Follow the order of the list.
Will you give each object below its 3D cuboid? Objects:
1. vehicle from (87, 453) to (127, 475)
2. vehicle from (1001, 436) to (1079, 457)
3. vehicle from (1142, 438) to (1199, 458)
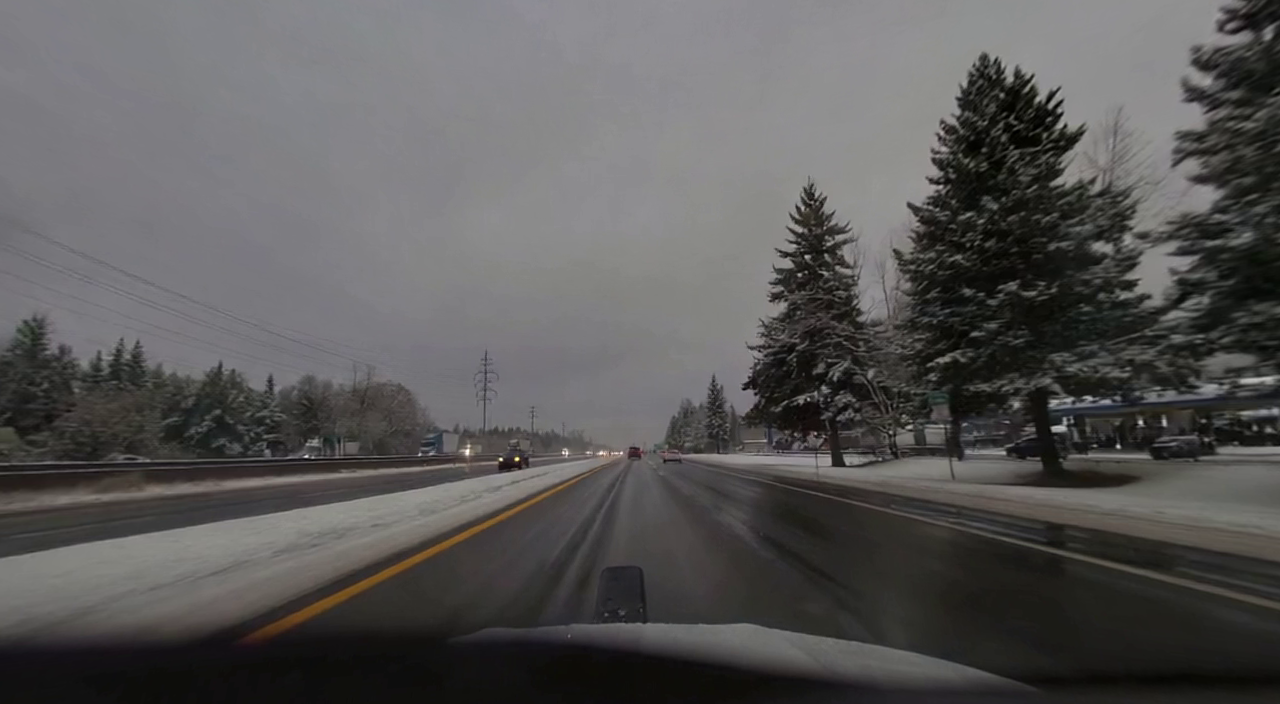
[{"bbox_3d":[-39.085,8.178,46.175,4.106,1.445,1.802,-9,-11,44],"label":"vehicle"},{"bbox_3d":[29.843,7.074,47.058,4.541,1.499,1.838,-8,-12,43],"label":"vehicle"},{"bbox_3d":[40.590,7.323,48.172,4.671,1.458,1.880,6,-10,-33],"label":"vehicle"}]
